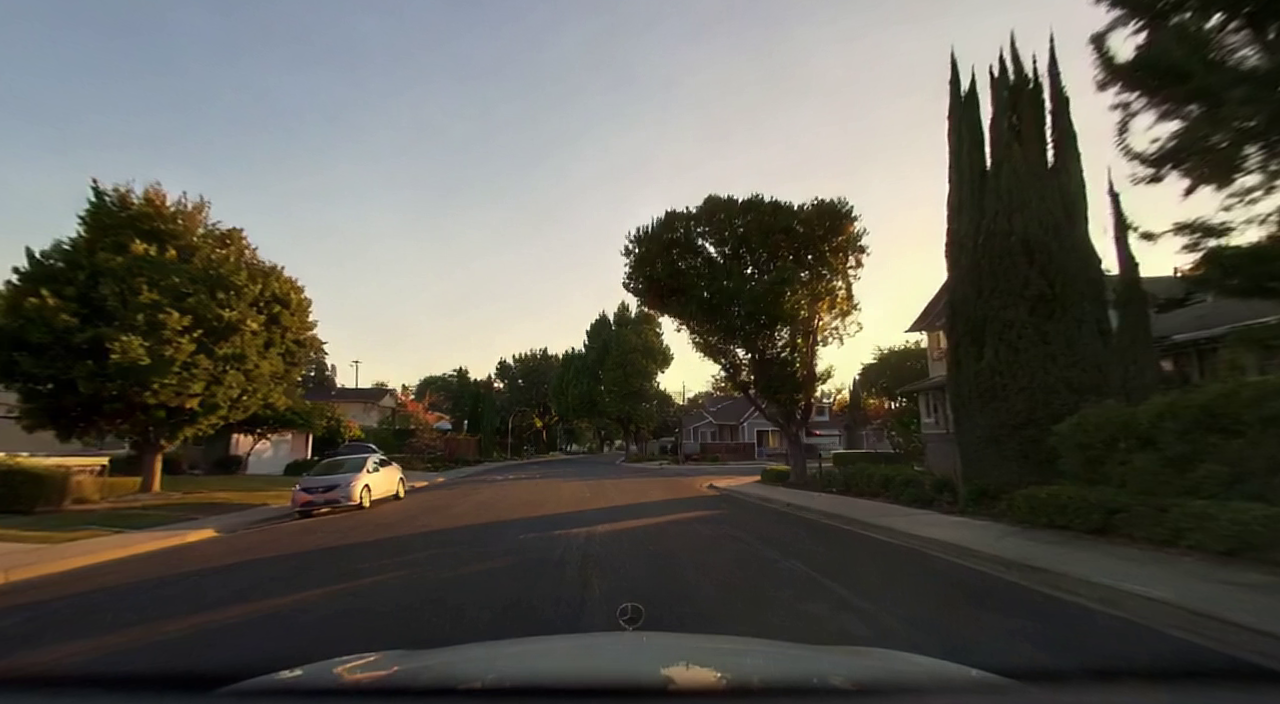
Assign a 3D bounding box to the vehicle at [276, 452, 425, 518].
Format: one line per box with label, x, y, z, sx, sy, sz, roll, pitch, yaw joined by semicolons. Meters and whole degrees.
vehicle;-7.701;3.546;17.488;2.069;1.487;5.470;0;-9;-6
